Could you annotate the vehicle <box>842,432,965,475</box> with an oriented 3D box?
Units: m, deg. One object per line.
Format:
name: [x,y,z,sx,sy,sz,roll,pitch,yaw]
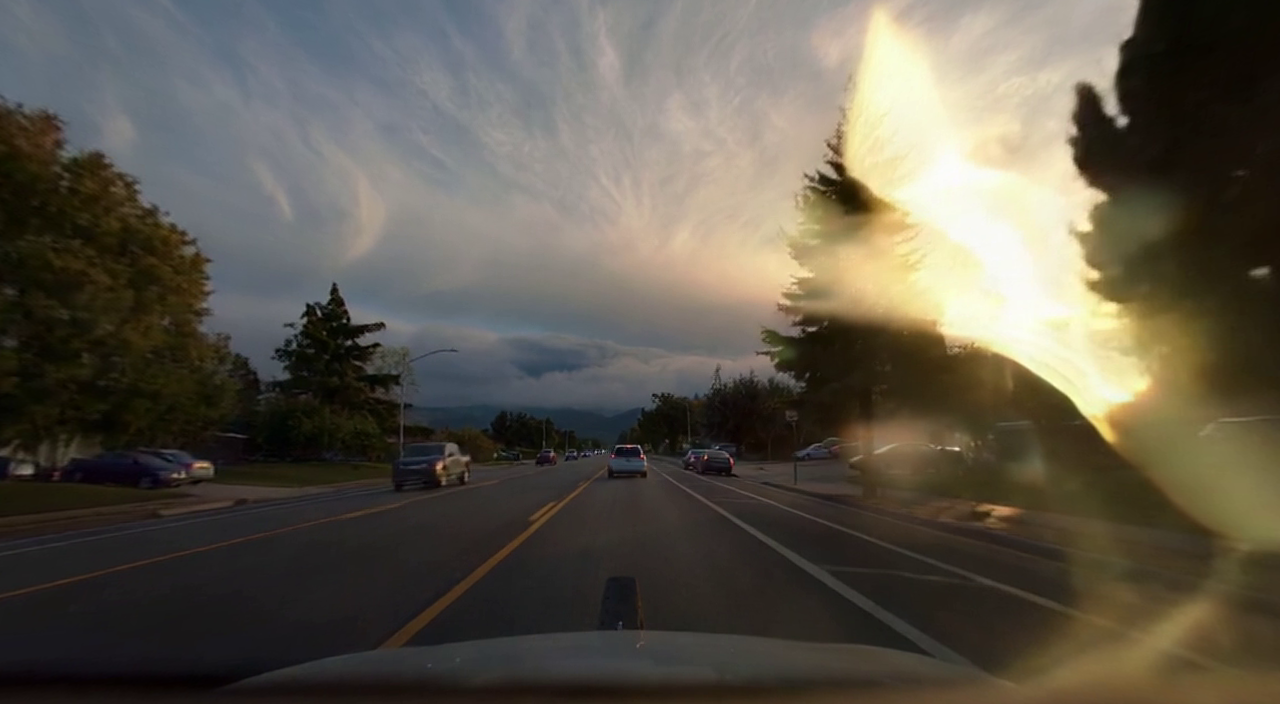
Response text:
vehicle: [12.350,4.803,29.871,4.870,1.926,2.094,0,-9,-1]

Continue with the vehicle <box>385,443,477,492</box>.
vehicle: [-8.340,4.636,25.769,2.114,1.811,4.949,0,-9,-1]

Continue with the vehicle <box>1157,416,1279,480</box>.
vehicle: [18.270,2.778,18.306,4.648,1.747,2.108,0,-9,0]

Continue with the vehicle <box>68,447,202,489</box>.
vehicle: [-21.304,4.899,26.774,4.020,1.635,1.875,0,-8,2]

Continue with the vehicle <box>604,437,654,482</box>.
vehicle: [-0.508,4.995,29.588,2.153,1.942,4.767,0,-9,-1]

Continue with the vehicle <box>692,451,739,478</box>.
vehicle: [4.351,6.556,37.023,1.963,1.469,4.709,0,-9,-2]
